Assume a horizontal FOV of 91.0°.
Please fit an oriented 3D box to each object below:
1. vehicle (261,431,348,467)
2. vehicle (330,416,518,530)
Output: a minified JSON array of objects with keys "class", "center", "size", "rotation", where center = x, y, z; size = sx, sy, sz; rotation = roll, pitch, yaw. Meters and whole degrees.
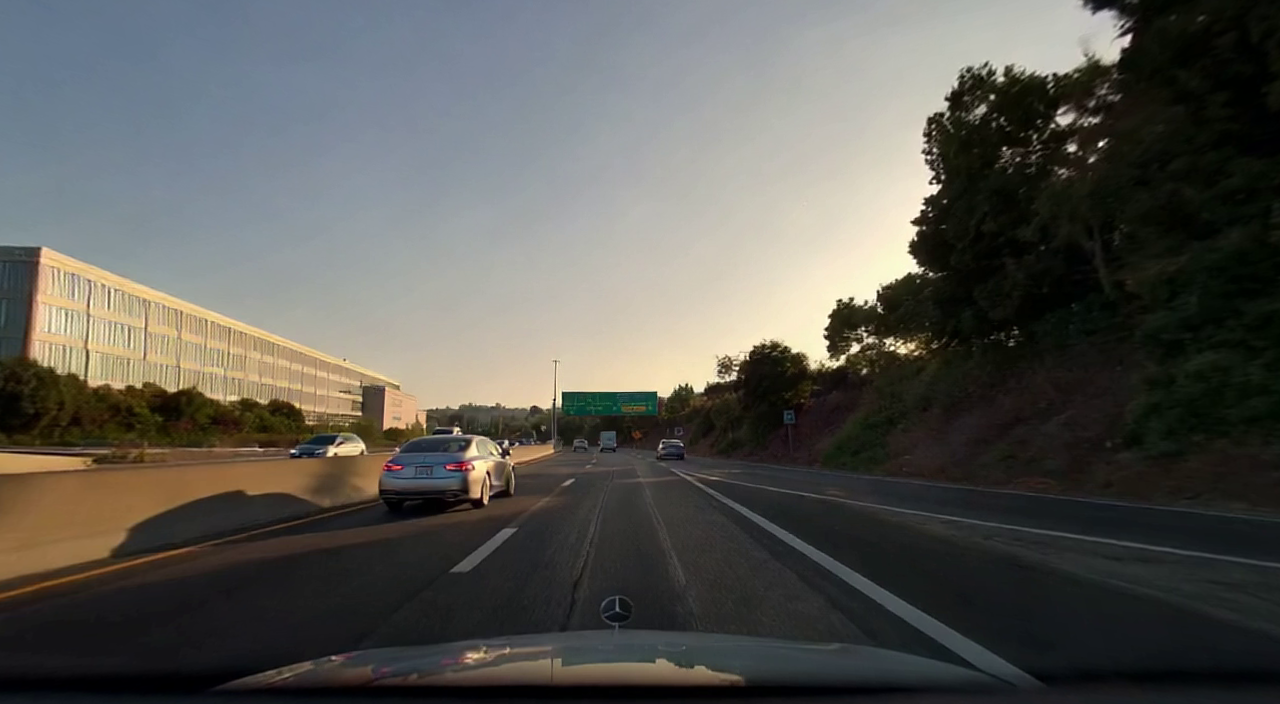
[{"class":"vehicle","center":[-17.664,5.141,33.472],"size":[2.018,1.727,5.065],"rotation":[0,-8,-2]},{"class":"vehicle","center":[-3.788,2.191,12.036],"size":[2.080,1.733,4.410],"rotation":[0,-8,-1]}]
